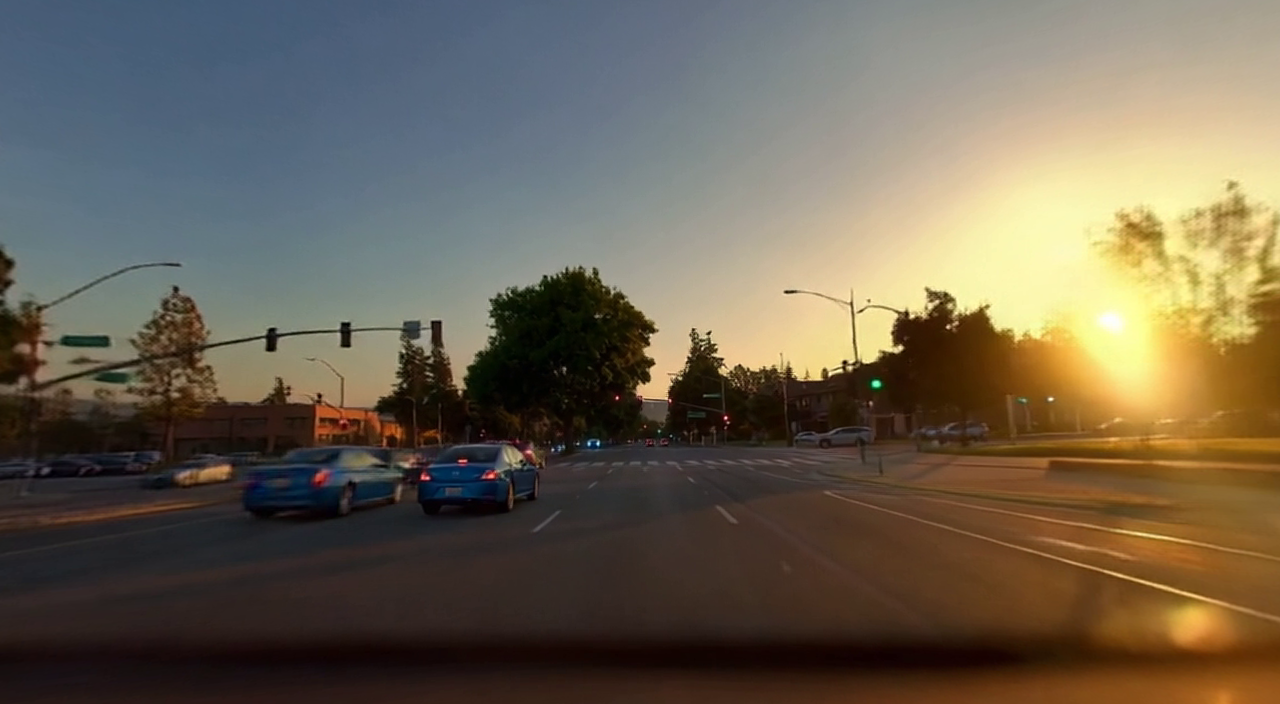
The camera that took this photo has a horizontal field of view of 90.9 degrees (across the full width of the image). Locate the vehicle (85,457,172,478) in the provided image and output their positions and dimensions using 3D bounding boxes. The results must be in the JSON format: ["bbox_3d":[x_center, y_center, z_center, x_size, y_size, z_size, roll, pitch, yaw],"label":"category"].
[{"bbox_3d":[-34.406,7.765,42.403,4.759,1.347,2.058,-3,-9,15],"label":"vehicle"}]

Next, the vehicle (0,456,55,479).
[{"bbox_3d":[-47.473,8.741,47.850,4.329,1.668,1.799,-1,-9,2],"label":"vehicle"}]

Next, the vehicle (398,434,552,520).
[{"bbox_3d":[-3.193,2.524,13.243,1.924,1.480,4.421,0,-9,2],"label":"vehicle"}]

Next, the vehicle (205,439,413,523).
[{"bbox_3d":[-6.700,2.640,13.493,2.006,1.461,4.476,0,-9,0],"label":"vehicle"}]
